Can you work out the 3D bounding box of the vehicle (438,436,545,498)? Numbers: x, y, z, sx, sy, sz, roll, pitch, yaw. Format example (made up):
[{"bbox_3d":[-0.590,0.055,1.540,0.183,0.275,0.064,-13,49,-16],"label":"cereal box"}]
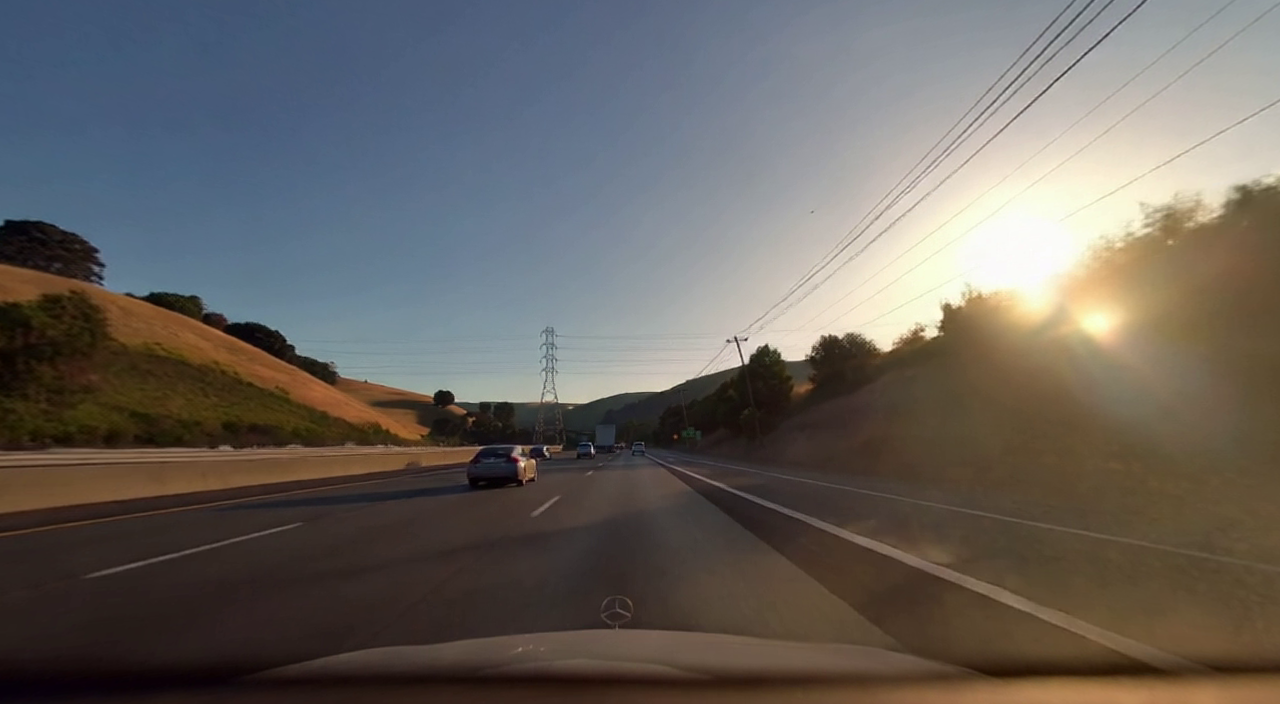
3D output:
[{"bbox_3d":[-4.068,3.222,18.157,1.963,1.533,4.477,0,-9,0],"label":"vehicle"}]

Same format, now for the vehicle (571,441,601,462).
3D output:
[{"bbox_3d":[-4.192,7.788,49.667,2.038,1.533,4.103,0,-9,-1],"label":"vehicle"}]
